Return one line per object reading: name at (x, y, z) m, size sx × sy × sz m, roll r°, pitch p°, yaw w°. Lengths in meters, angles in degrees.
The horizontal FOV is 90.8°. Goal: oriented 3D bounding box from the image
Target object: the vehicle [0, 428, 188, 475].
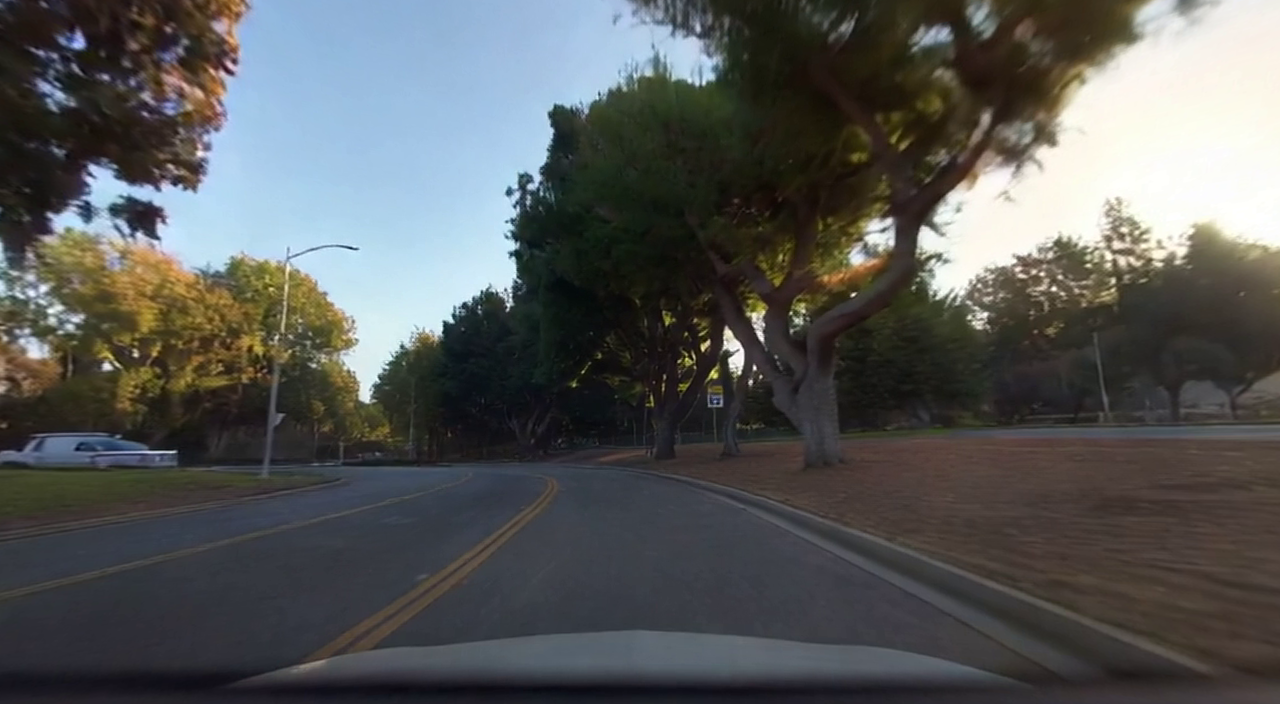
vehicle at (-21.889, 3.974, 25.314) m, size 5.613 × 1.775 × 2.357 m, roll 0°, pitch -9°, yaw -5°
